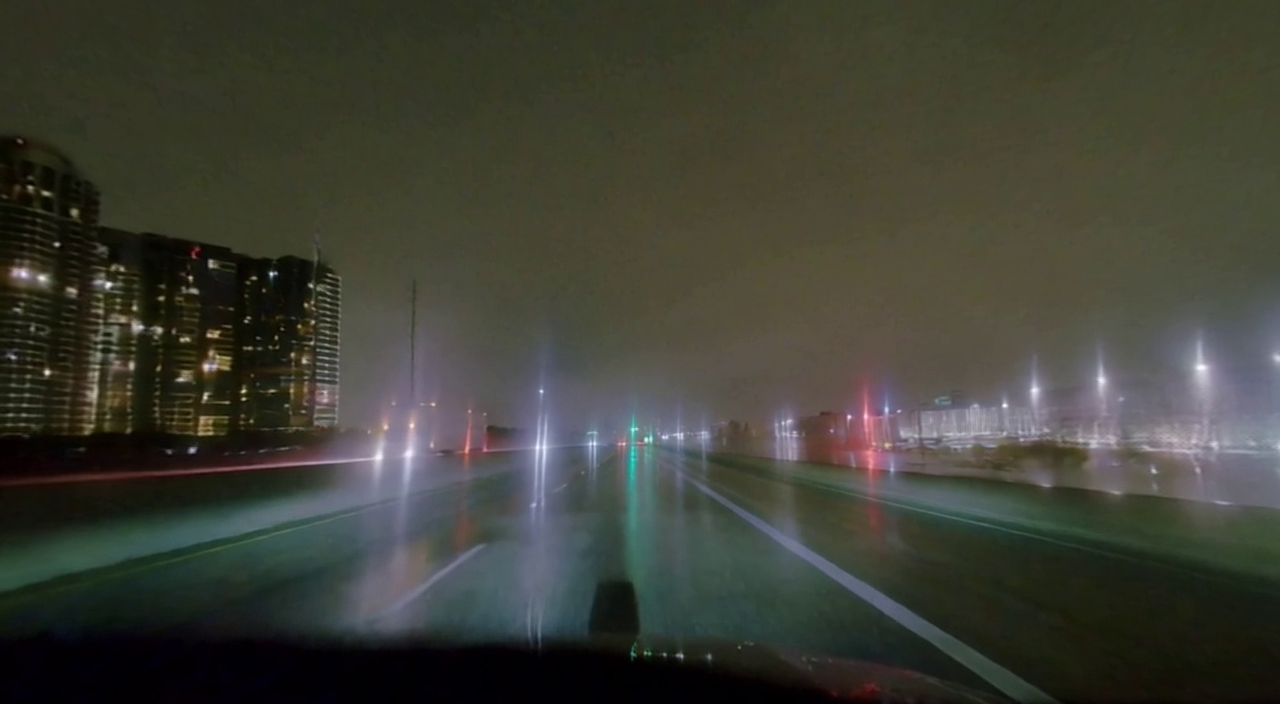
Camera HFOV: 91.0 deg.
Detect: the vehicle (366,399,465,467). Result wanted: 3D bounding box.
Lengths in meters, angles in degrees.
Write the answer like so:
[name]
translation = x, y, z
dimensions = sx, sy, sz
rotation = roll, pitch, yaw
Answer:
[vehicle]
translation = -16.967, 6.319, 48.695
dimensions = 3.837, 4.617, 10.494
rotation = 0, -8, -1
